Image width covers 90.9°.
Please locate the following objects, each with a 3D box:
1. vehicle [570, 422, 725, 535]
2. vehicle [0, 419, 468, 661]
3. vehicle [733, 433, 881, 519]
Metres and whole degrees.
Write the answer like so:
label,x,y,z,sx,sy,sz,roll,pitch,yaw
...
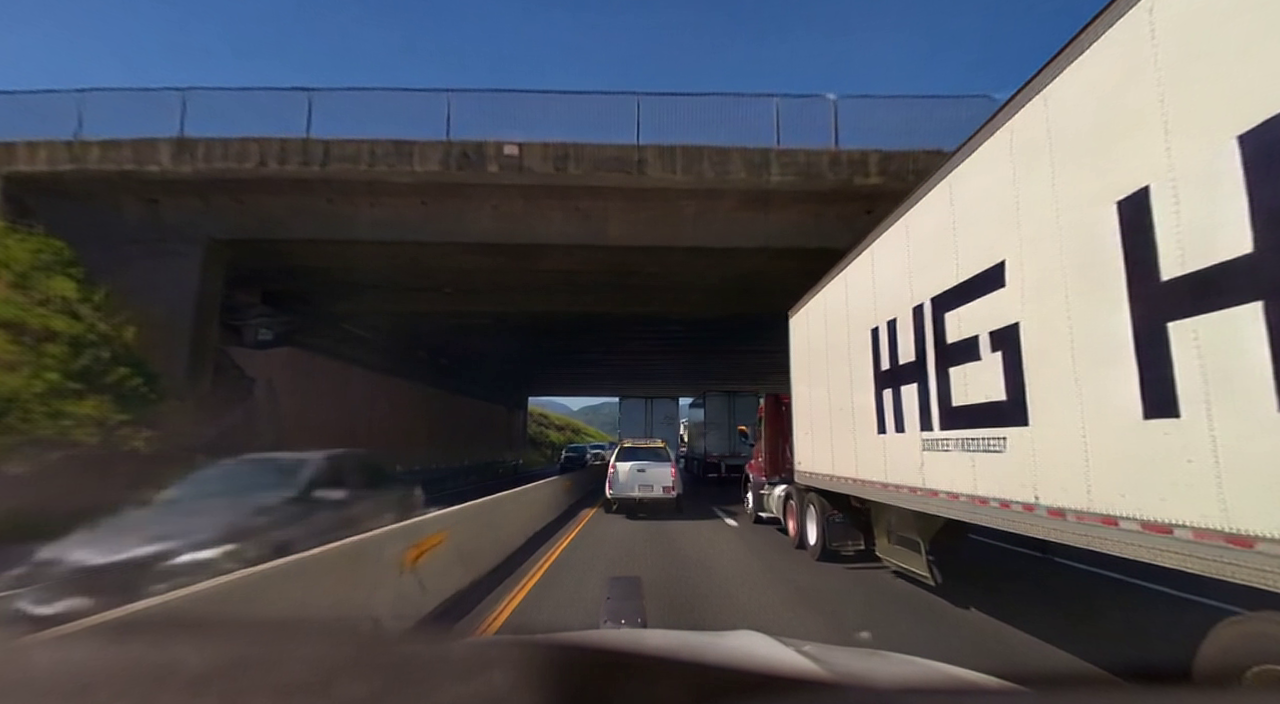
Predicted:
label,x,y,z,sx,sy,sz,roll,pitch,yaw
vehicle,0.140,2.181,11.315,2.256,1.615,4.114,-1,-9,1
vehicle,-3.380,1.556,6.251,2.096,1.531,4.210,-1,-9,1
vehicle,3.270,2.525,13.268,1.972,1.505,3.946,-1,-9,-1
